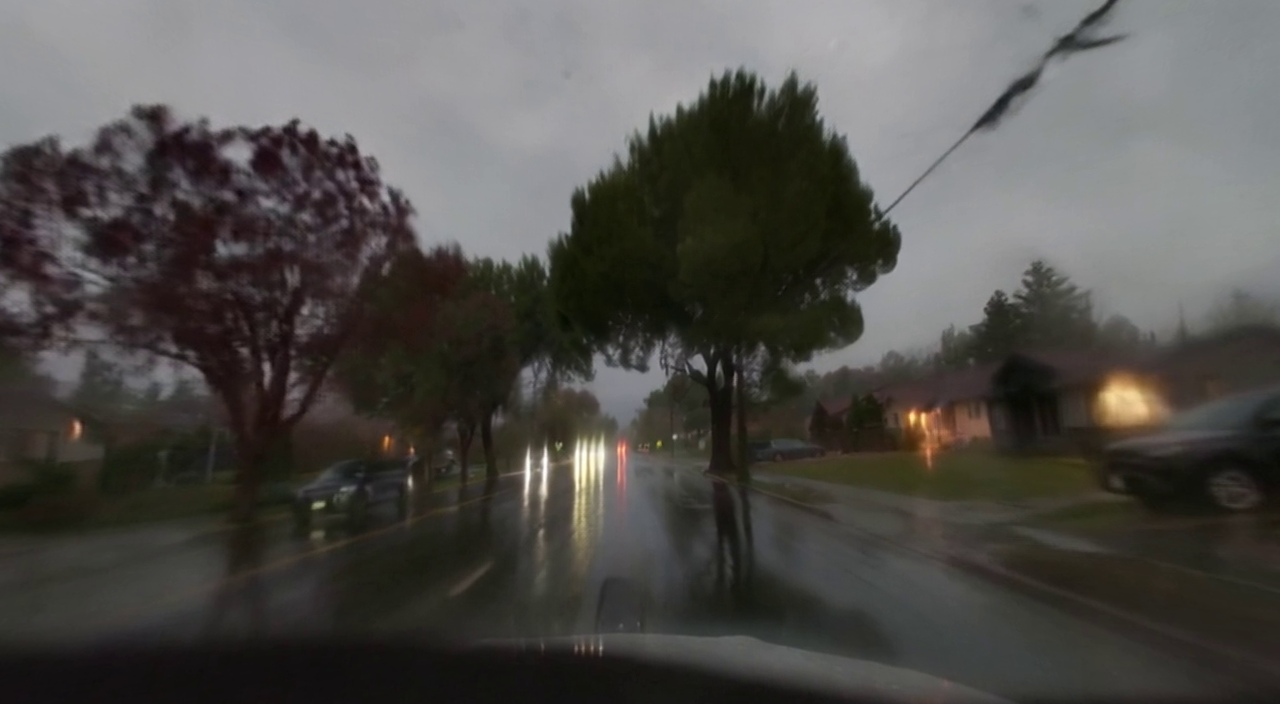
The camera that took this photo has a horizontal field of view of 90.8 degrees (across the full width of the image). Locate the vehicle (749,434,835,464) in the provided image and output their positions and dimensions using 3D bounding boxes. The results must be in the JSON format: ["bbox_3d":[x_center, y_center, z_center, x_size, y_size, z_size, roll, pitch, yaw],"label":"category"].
[{"bbox_3d":[8.903,5.724,37.271,4.535,1.697,1.968,0,-9,-1],"label":"vehicle"}]

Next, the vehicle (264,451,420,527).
[{"bbox_3d":[-7.573,3.483,16.657,1.973,1.500,4.781,-5,-9,-3],"label":"vehicle"}]

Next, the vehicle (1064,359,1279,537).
[{"bbox_3d":[9.032,1.096,8.352,5.221,1.958,1.992,-4,-9,0],"label":"vehicle"}]
